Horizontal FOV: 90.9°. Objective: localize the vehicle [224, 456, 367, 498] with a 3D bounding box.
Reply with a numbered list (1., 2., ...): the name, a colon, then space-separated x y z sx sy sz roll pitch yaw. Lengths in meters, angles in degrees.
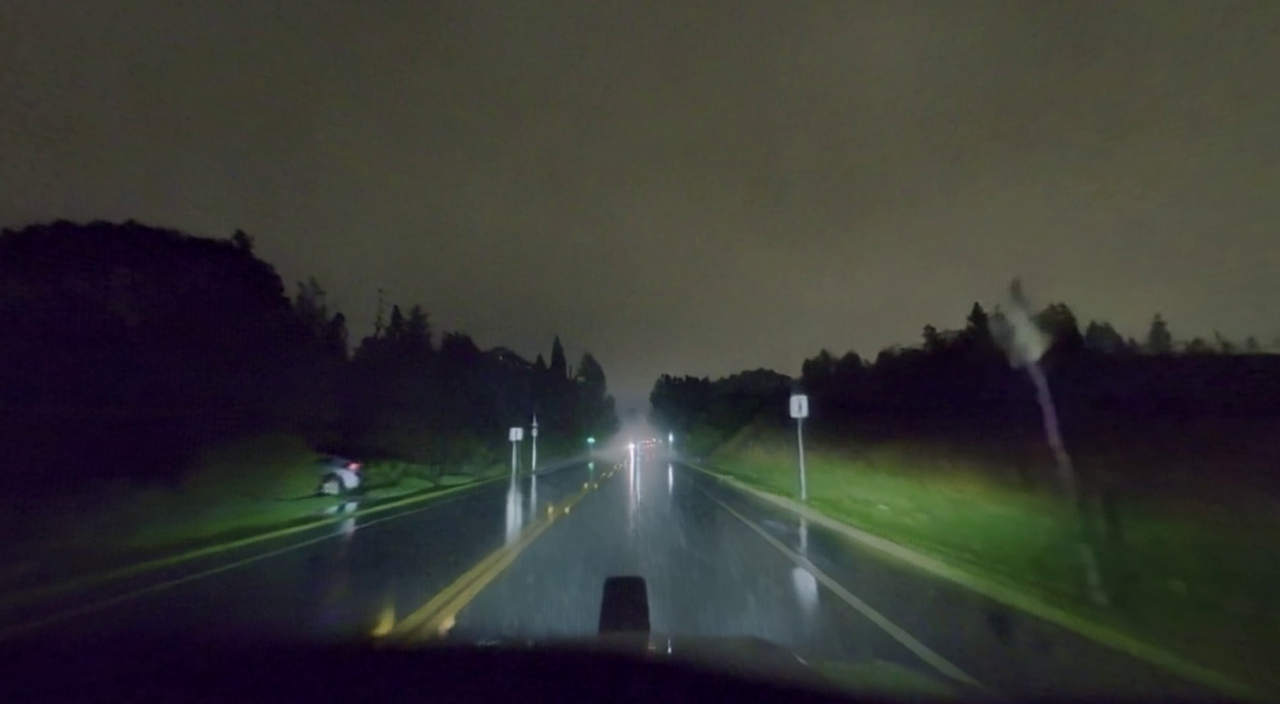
1. vehicle: -12.769 4.642 23.585 4.266 1.425 1.759 0 -9 -3
